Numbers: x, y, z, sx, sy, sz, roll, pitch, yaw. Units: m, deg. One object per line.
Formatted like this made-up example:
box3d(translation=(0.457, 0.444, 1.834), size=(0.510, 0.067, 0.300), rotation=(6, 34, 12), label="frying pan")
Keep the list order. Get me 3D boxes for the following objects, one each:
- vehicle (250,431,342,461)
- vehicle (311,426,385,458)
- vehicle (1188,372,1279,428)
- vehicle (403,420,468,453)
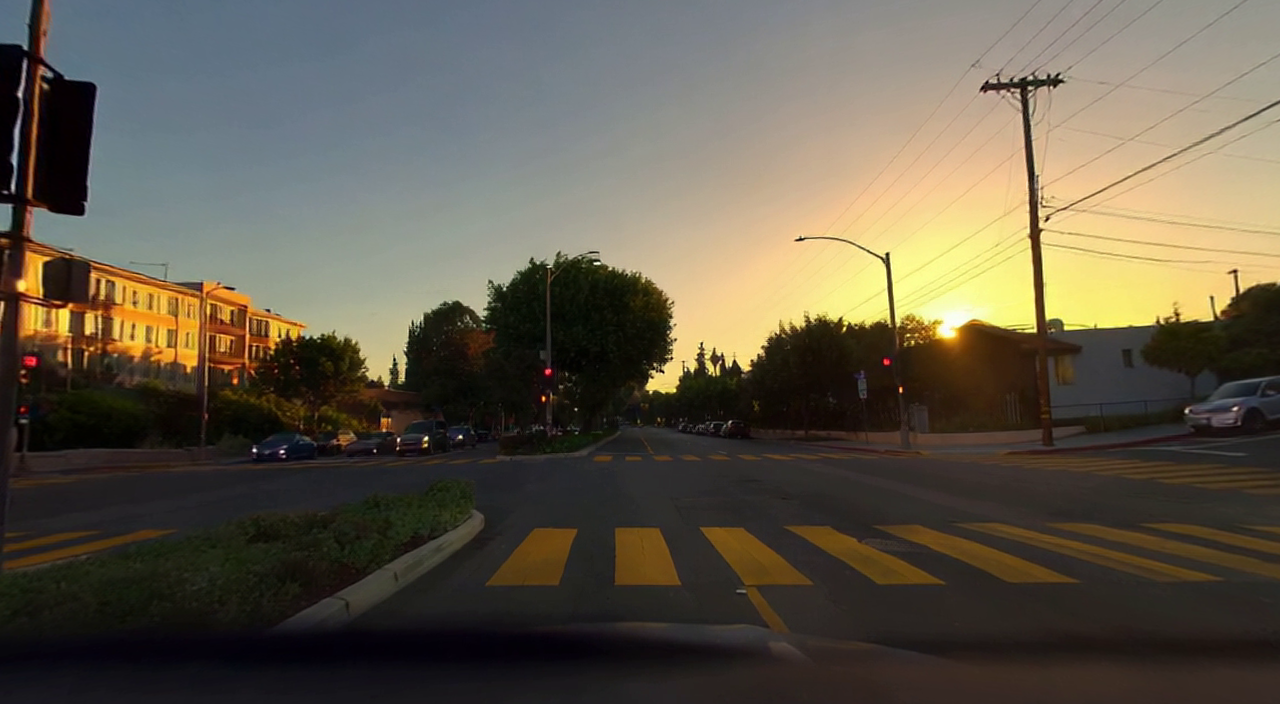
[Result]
box3d(translation=(-18.057, 4.973, 33.517), size=(1.939, 1.430, 5.533), rotation=(0, -8, -2), label="vehicle")
box3d(translation=(-18.258, 5.677, 39.847), size=(2.225, 1.871, 5.189), rotation=(0, -8, 0), label="vehicle")
box3d(translation=(22.365, 1.620, 22.231), size=(4.531, 1.753, 1.964), rotation=(-2, -2, -5), label="vehicle")
box3d(translation=(-11.773, 4.939, 36.778), size=(2.118, 1.809, 4.591), rotation=(0, -8, 2), label="vehicle")
